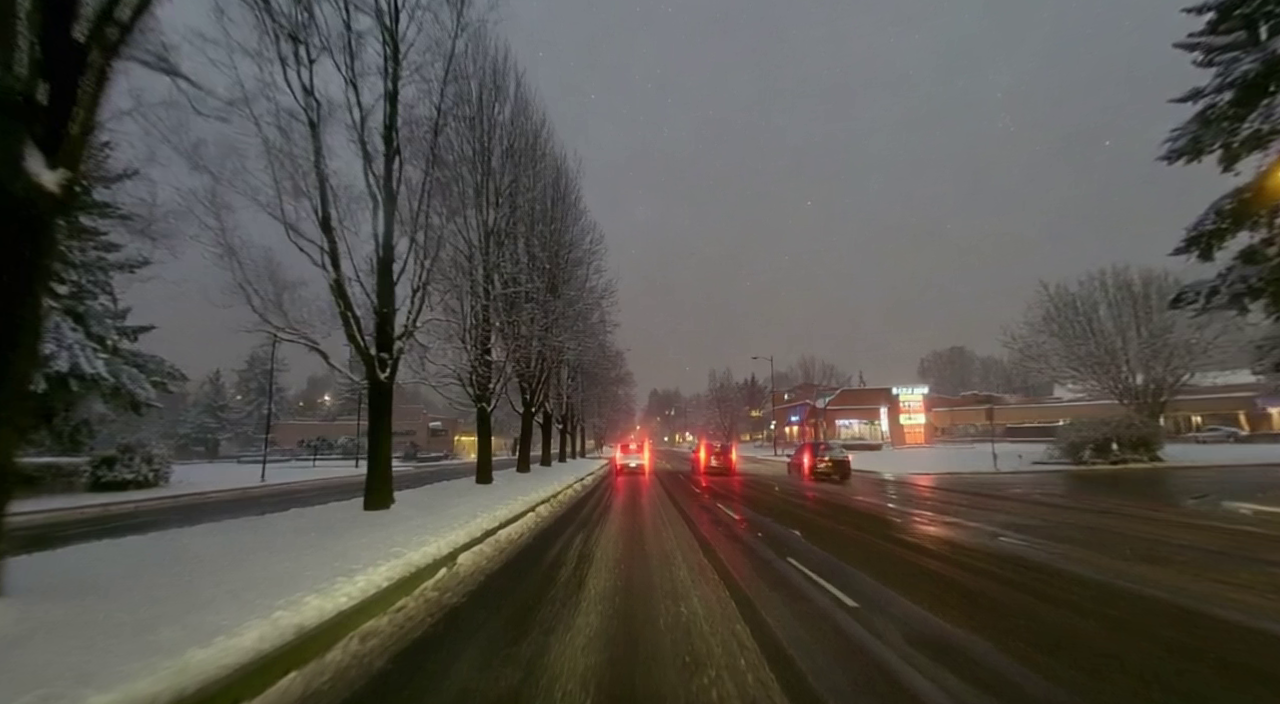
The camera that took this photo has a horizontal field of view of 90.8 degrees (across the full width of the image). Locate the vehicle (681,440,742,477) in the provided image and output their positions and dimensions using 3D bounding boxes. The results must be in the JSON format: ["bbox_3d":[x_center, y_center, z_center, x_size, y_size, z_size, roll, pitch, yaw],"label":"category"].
[{"bbox_3d":[3.121,4.776,28.642,2.057,1.491,4.675,0,-8,-2],"label":"vehicle"}]

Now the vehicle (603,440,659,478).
[{"bbox_3d":[-0.421,4.610,27.476,2.242,1.474,4.127,0,-8,-1],"label":"vehicle"}]

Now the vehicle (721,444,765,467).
[{"bbox_3d":[6.580,6.635,40.648,2.068,1.393,3.874,0,-8,-1],"label":"vehicle"}]
